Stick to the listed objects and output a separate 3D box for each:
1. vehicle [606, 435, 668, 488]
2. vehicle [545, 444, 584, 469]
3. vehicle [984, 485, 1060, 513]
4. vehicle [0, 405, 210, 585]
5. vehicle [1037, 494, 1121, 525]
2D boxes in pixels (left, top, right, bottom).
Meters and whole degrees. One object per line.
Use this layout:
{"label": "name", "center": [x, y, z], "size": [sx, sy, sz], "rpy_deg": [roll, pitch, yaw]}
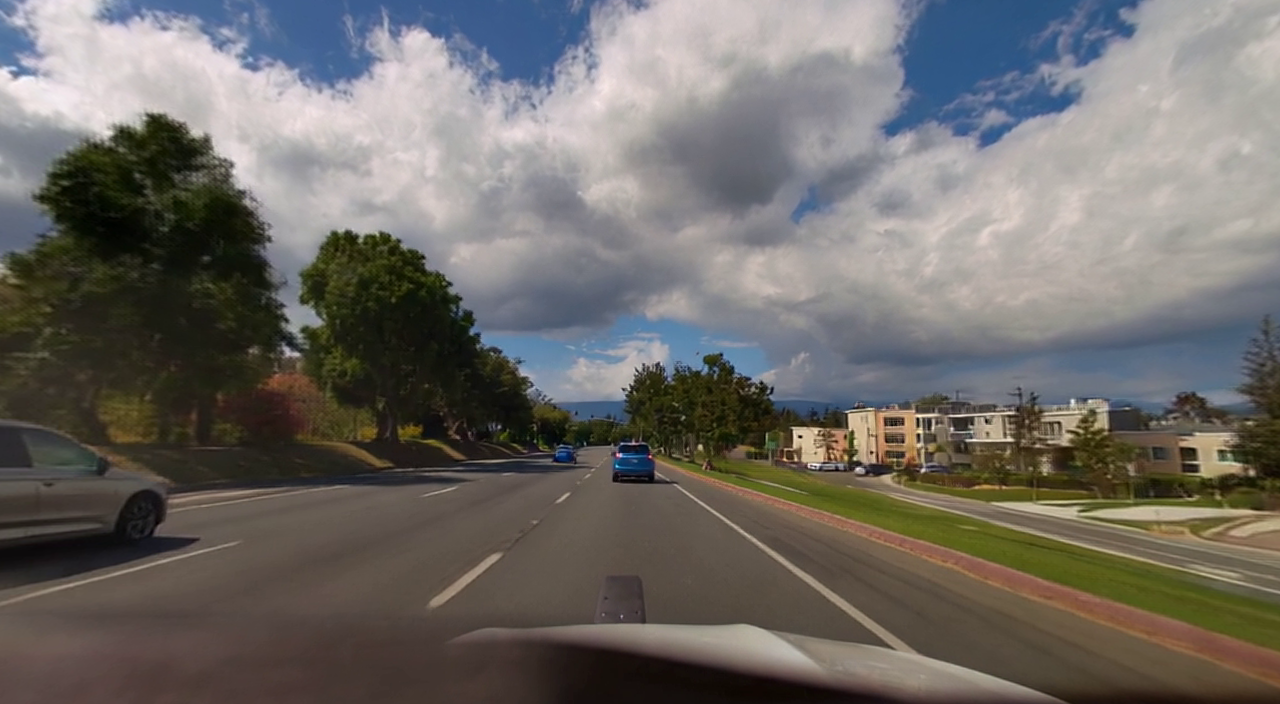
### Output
{"label": "vehicle", "center": [-0.112, 4.115, 24.107], "size": [2.125, 1.830, 4.370], "rpy_deg": [0, -8, 0]}
{"label": "vehicle", "center": [-4.971, 6.917, 42.069], "size": [2.123, 1.592, 4.505], "rpy_deg": [0, -8, -1]}
{"label": "vehicle", "center": [27.211, 10.460, 45.213], "size": [1.874, 1.577, 4.877], "rpy_deg": [2, -9, -8]}
{"label": "vehicle", "center": [-6.931, 1.360, 6.098], "size": [1.997, 1.650, 5.090], "rpy_deg": [0, -8, 0]}
{"label": "vehicle", "center": [27.904, 10.015, 40.392], "size": [1.845, 1.533, 4.455], "rpy_deg": [1, -8, -6]}
